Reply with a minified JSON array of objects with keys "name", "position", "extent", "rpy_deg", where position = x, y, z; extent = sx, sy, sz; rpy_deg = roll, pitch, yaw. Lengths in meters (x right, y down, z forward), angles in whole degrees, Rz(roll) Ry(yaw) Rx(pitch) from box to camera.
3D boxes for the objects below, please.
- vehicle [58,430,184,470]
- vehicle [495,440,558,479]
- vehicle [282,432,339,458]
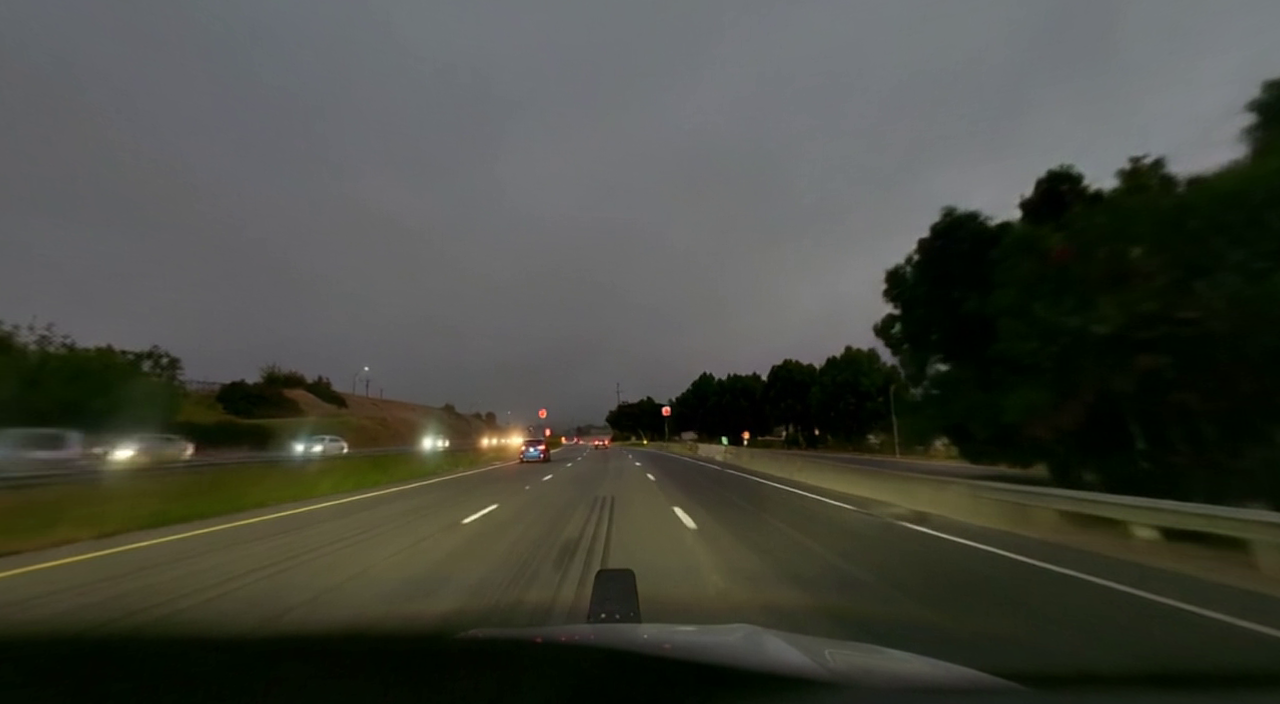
[{"name":"vehicle","position":[-20.462,3.862,25.068],"extent":[1.898,1.469,3.720],"rpy_deg":[0,-8,-2]},{"name":"vehicle","position":[-4.325,4.134,24.618],"extent":[1.874,1.369,3.875],"rpy_deg":[0,-8,-2]},{"name":"vehicle","position":[-20.799,5.869,39.944],"extent":[1.748,1.563,3.580],"rpy_deg":[0,-8,-3]}]
